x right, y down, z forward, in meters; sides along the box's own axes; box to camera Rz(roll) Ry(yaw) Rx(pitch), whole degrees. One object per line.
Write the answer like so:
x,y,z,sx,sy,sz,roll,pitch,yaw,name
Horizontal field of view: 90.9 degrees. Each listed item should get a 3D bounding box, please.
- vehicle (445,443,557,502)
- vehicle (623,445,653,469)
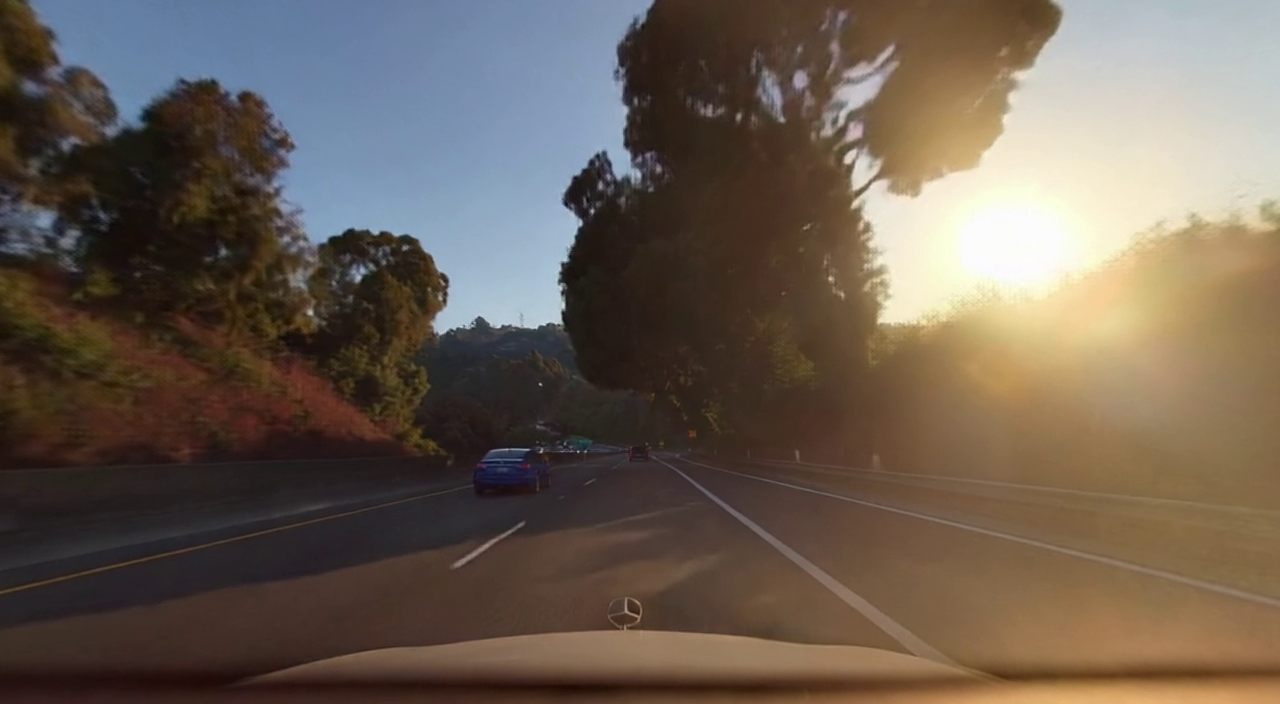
-3.850,3.437,18.415,2.157,1.483,4.601,0,-9,1,vehicle
-0.098,7.225,43.434,2.011,1.590,3.607,0,-9,1,vehicle
